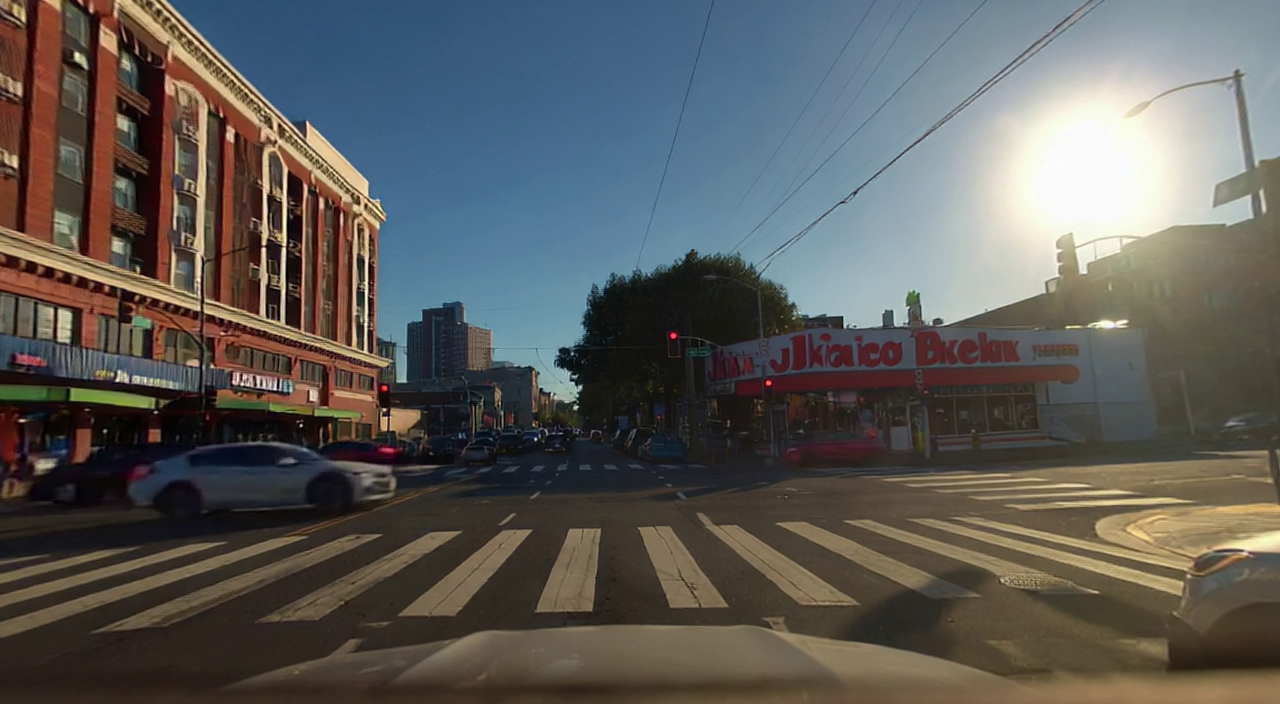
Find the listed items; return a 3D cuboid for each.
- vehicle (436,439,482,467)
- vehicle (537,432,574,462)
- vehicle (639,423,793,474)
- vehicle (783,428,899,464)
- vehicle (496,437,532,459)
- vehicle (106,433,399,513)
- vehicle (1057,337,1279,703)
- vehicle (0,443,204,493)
[{"bbox_3d":[-10.893,6.094,38.249,1.885,1.545,4.124,1,-8,-6],"label":"vehicle"},{"bbox_3d":[-5.100,5.802,38.633,1.976,1.683,4.117,0,-8,-4],"label":"vehicle"},{"bbox_3d":[2.380,3.110,20.497,4.612,1.521,1.811,1,-9,-9],"label":"vehicle"},{"bbox_3d":[8.695,4.081,27.479,4.475,1.458,1.681,1,-9,-8],"label":"vehicle"},{"bbox_3d":[-8.624,6.624,43.529,1.906,1.402,4.904,0,-8,-5],"label":"vehicle"},{"bbox_3d":[-7.745,2.450,13.125,4.758,1.480,1.849,1,-8,-8],"label":"vehicle"},{"bbox_3d":[3.025,0.609,0.870,1.866,1.654,4.354,0,-8,-1],"label":"vehicle"},{"bbox_3d":[-17.113,3.680,20.344,4.643,1.476,1.820,1,-9,-8],"label":"vehicle"}]
